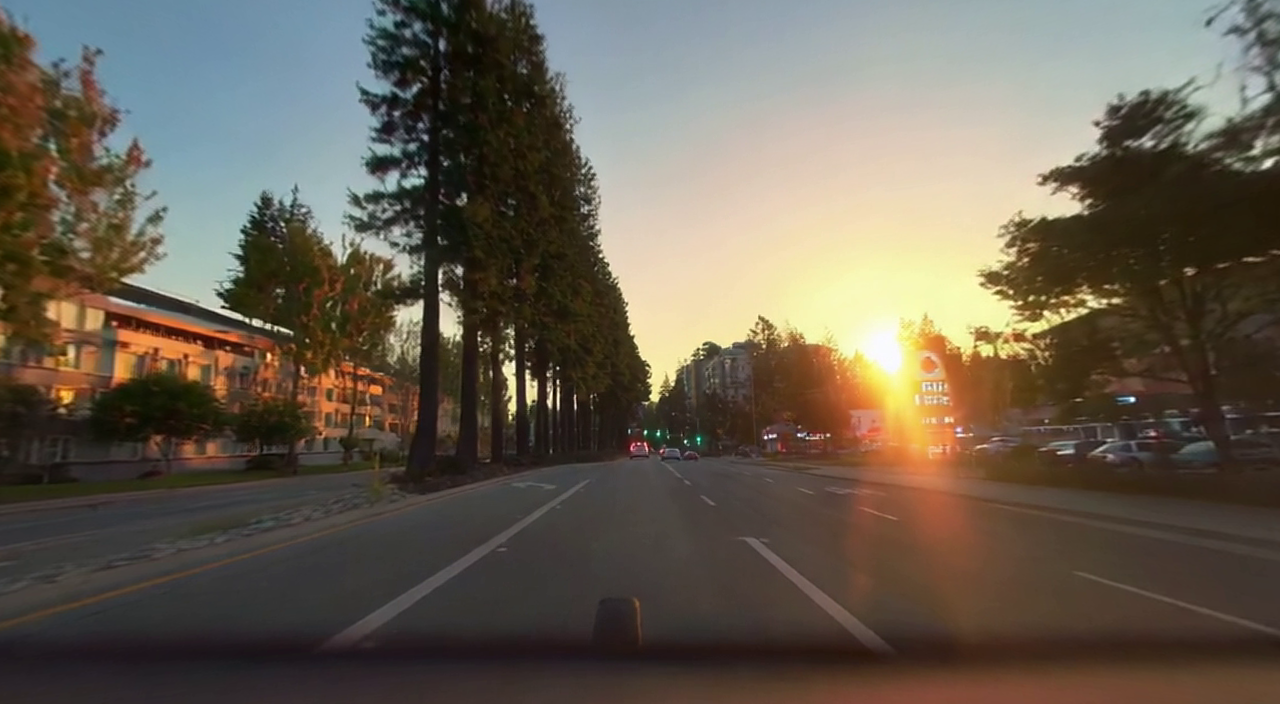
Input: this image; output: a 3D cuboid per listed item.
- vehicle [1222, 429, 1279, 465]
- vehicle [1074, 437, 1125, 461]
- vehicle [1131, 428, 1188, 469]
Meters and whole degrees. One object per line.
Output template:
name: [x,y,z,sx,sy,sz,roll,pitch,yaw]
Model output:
vehicle: [37.916,5.769,38.375,2.049,2.036,5.107,-2,-8,23]
vehicle: [31.999,6.744,44.122,2.133,1.584,4.842,-4,-9,28]
vehicle: [31.950,5.919,38.981,2.229,2.281,5.488,-4,-9,35]
